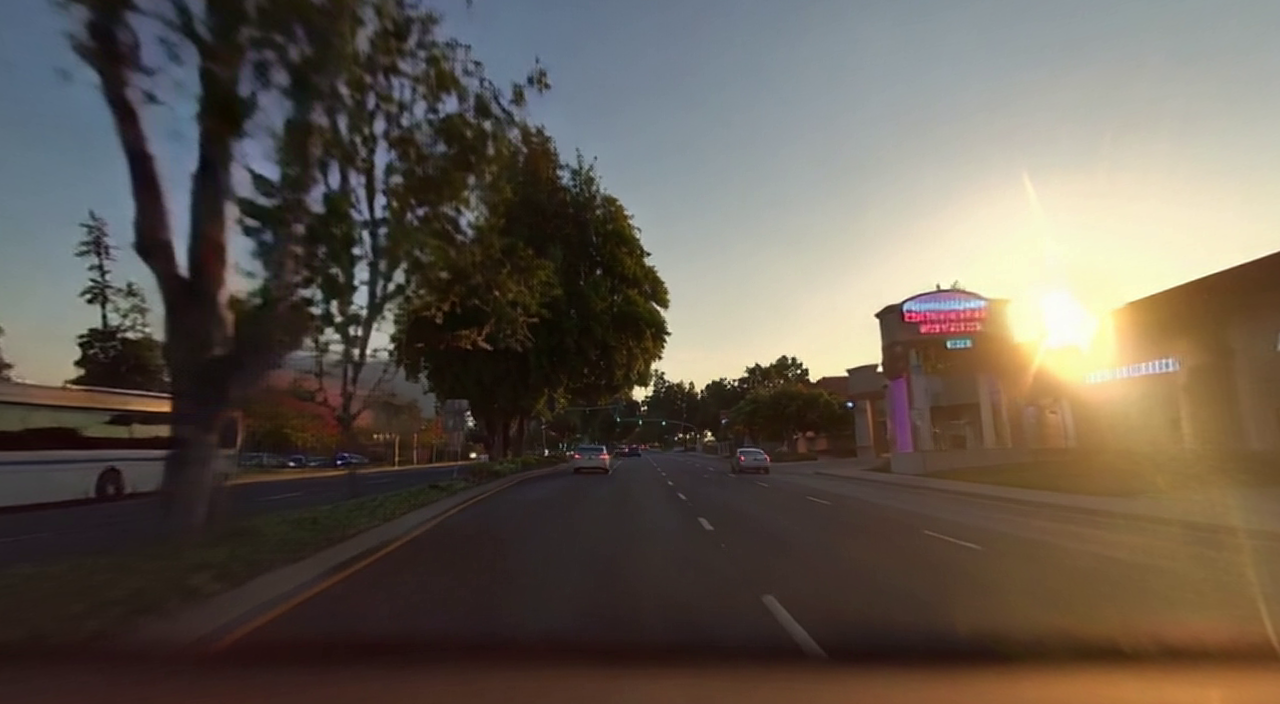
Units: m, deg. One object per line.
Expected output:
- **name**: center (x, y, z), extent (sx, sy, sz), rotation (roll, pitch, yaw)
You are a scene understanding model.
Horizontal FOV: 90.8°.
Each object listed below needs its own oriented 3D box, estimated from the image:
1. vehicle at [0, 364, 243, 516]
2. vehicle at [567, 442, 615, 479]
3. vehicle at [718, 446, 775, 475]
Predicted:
- **vehicle**: center (-19.229, 2.722, 19.440), extent (3.133, 4.167, 16.699), rotation (-1, -8, 0)
- **vehicle**: center (-2.254, 5.002, 29.471), extent (2.072, 1.545, 4.578), rotation (0, -8, -4)
- **vehicle**: center (5.810, 5.941, 34.987), extent (2.075, 1.475, 4.571), rotation (0, -8, -4)
